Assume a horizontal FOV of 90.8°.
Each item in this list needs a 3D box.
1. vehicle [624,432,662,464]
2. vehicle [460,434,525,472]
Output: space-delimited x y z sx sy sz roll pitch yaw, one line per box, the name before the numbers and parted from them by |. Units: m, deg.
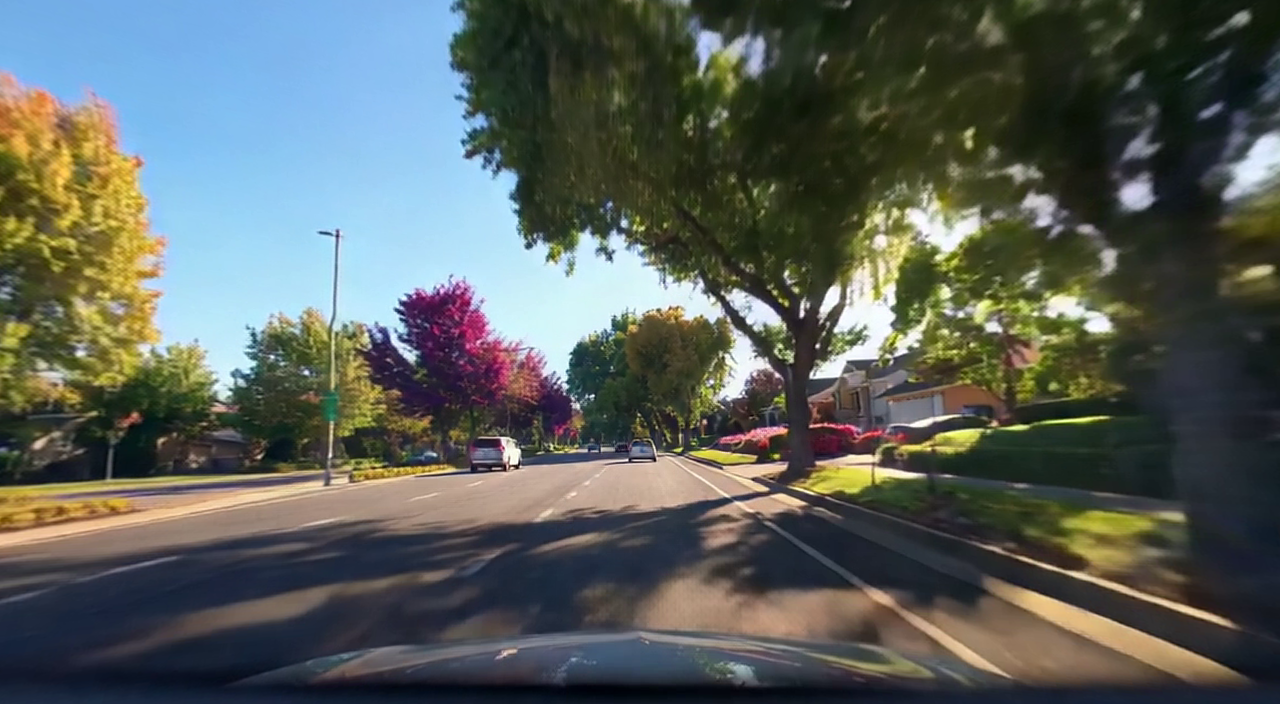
vehicle | 0.203 5.616 37.056 2.070 1.764 4.552 -1 -8 1
vehicle | -6.971 4.815 30.386 1.993 1.657 4.487 -1 -8 1
